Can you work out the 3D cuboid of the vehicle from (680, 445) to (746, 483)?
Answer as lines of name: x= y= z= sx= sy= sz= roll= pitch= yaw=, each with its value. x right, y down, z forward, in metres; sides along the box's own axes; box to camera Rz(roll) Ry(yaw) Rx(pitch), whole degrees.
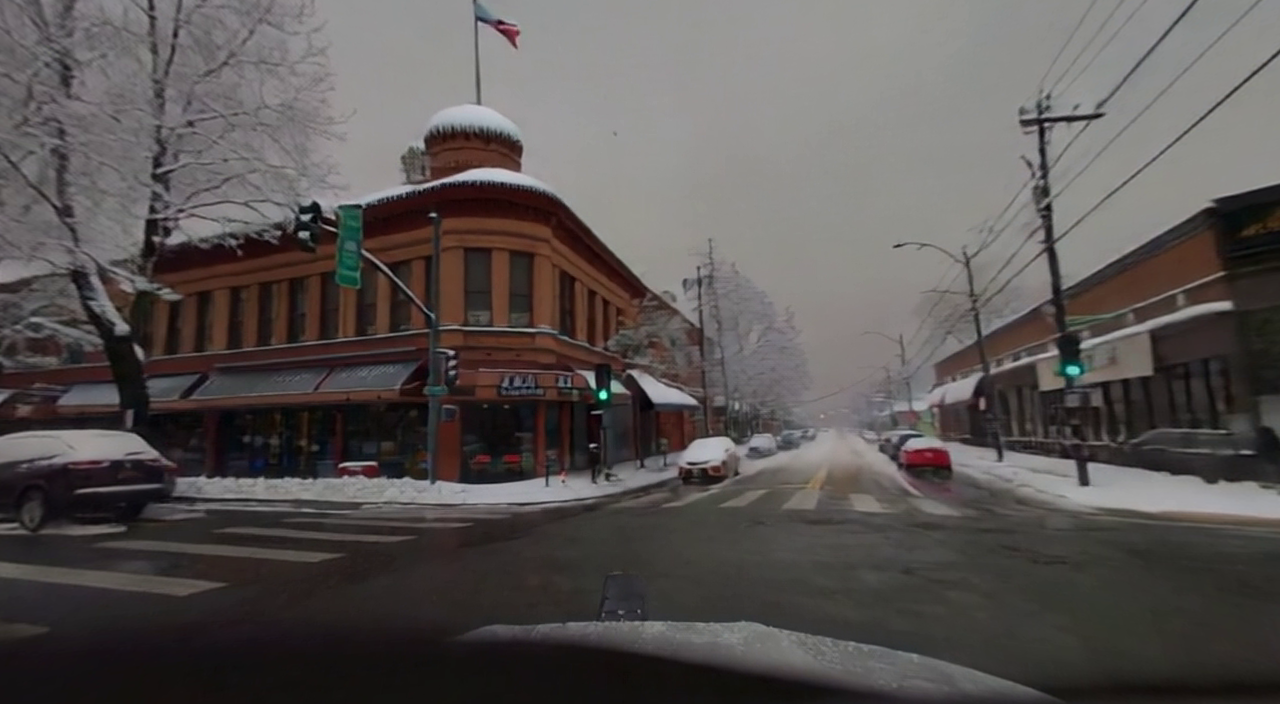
vehicle: x=3.549 y=5.271 z=30.108 sx=2.179 sy=1.596 sz=4.286 roll=-3 pitch=-9 yaw=19

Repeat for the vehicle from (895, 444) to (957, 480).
vehicle: x=13.053 y=5.004 z=29.068 sx=2.062 sy=1.526 sz=3.989 roll=-3 pitch=-9 yaw=17

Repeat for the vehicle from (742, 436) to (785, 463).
vehicle: x=9.580 y=7.547 z=48.619 sx=2.510 sy=1.859 sz=5.449 roll=-4 pitch=-11 yaw=18

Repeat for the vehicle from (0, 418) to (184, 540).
vehicle: x=-11.401 y=2.304 z=12.105 sx=4.611 sy=1.882 sz=2.440 roll=-5 pitch=-10 yaw=29
